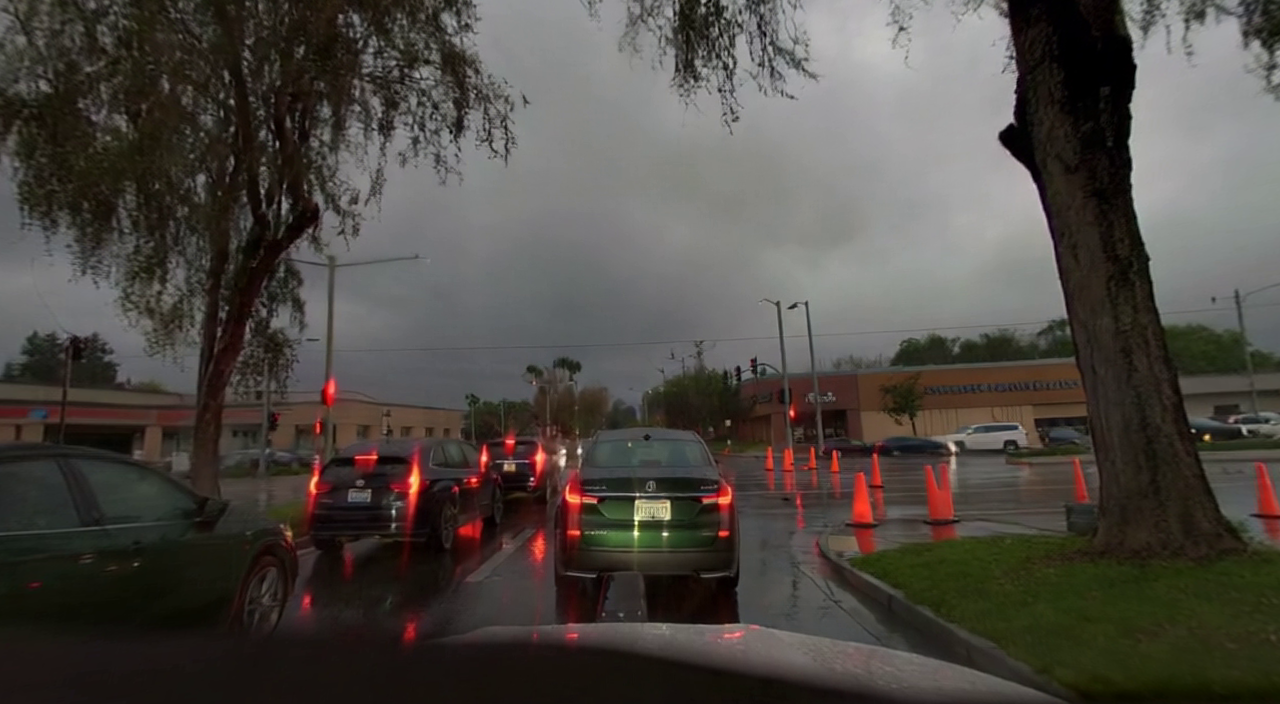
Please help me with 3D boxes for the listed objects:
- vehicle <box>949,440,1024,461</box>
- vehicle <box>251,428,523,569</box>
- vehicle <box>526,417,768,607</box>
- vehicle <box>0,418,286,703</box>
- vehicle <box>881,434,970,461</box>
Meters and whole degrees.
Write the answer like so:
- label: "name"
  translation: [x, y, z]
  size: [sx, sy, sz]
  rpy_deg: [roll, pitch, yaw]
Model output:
- label: "vehicle"
  translation: [25.965, 7.391, 47.272]
  size: [4.581, 1.480, 1.752]
  rpy_deg: [0, -9, 0]
- label: "vehicle"
  translation: [-3.286, 1.999, 9.448]
  size: [1.989, 1.541, 4.626]
  rpy_deg: [0, -9, 2]
- label: "vehicle"
  translation: [0.098, 1.625, 7.209]
  size: [2.021, 1.560, 3.676]
  rpy_deg: [0, -9, 1]
- label: "vehicle"
  translation: [-3.597, 0.952, 2.143]
  size: [1.964, 1.497, 4.722]
  rpy_deg: [0, -9, 1]
- label: "vehicle"
  translation: [18.423, 6.214, 40.832]
  size: [4.805, 1.688, 1.923]
  rpy_deg: [-1, -9, 4]
